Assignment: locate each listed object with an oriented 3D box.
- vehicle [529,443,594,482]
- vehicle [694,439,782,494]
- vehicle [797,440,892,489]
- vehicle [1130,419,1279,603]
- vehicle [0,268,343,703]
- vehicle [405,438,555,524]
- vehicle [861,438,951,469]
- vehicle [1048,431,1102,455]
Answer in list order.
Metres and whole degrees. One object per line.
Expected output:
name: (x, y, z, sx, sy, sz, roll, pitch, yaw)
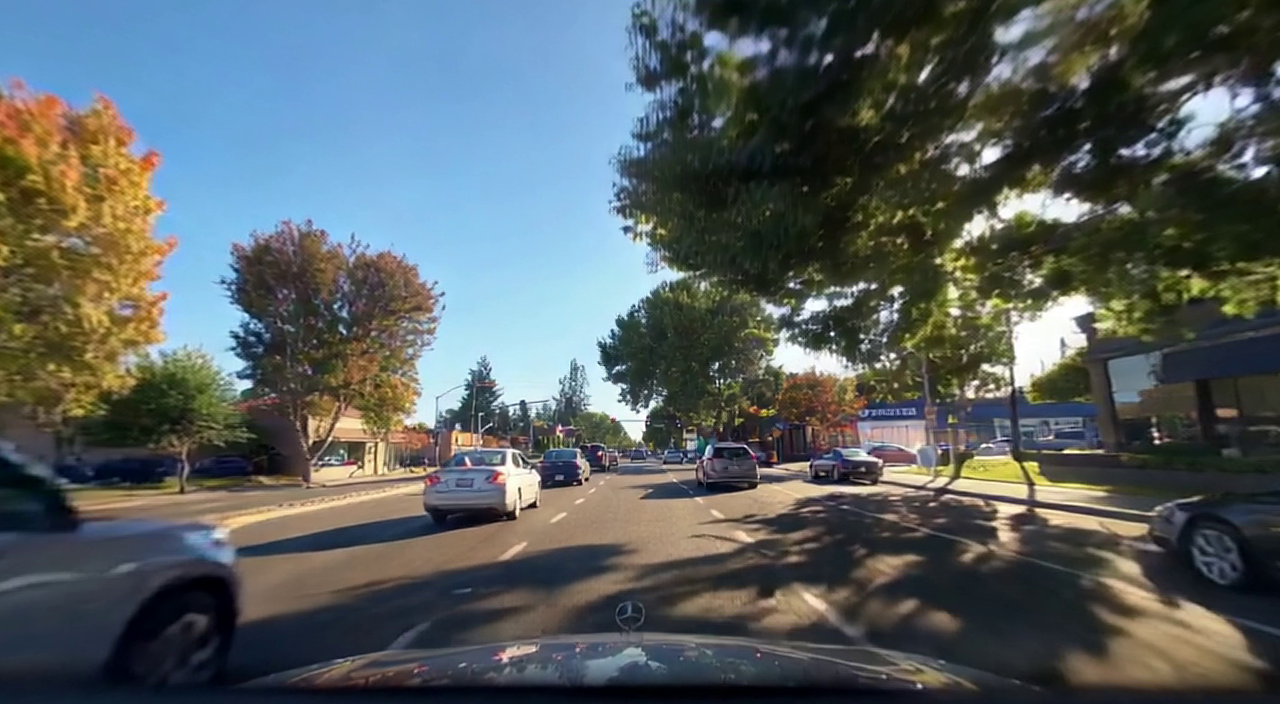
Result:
vehicle: (-3.194, 4.633, 26.705, 2.087, 1.494, 4.626, -1, -9, 1)
vehicle: (2.894, 3.496, 19.581, 2.004, 1.512, 4.206, 0, -9, 0)
vehicle: (7.170, 3.978, 22.679, 2.070, 1.547, 4.941, -1, -9, 4)
vehicle: (6.337, 1.209, 4.499, 1.881, 1.540, 4.750, 0, -9, 1)
vehicle: (-2.899, 0.646, 1.621, 2.117, 1.799, 4.442, 0, -9, -1)
vehicle: (-3.080, 2.580, 13.195, 1.952, 1.457, 4.372, -1, -9, 1)
vehicle: (14.940, 5.666, 35.405, 4.337, 1.614, 2.043, 3, -9, -20)
vehicle: (29.383, 6.128, 42.688, 1.793, 1.478, 4.462, -4, -9, 20)
